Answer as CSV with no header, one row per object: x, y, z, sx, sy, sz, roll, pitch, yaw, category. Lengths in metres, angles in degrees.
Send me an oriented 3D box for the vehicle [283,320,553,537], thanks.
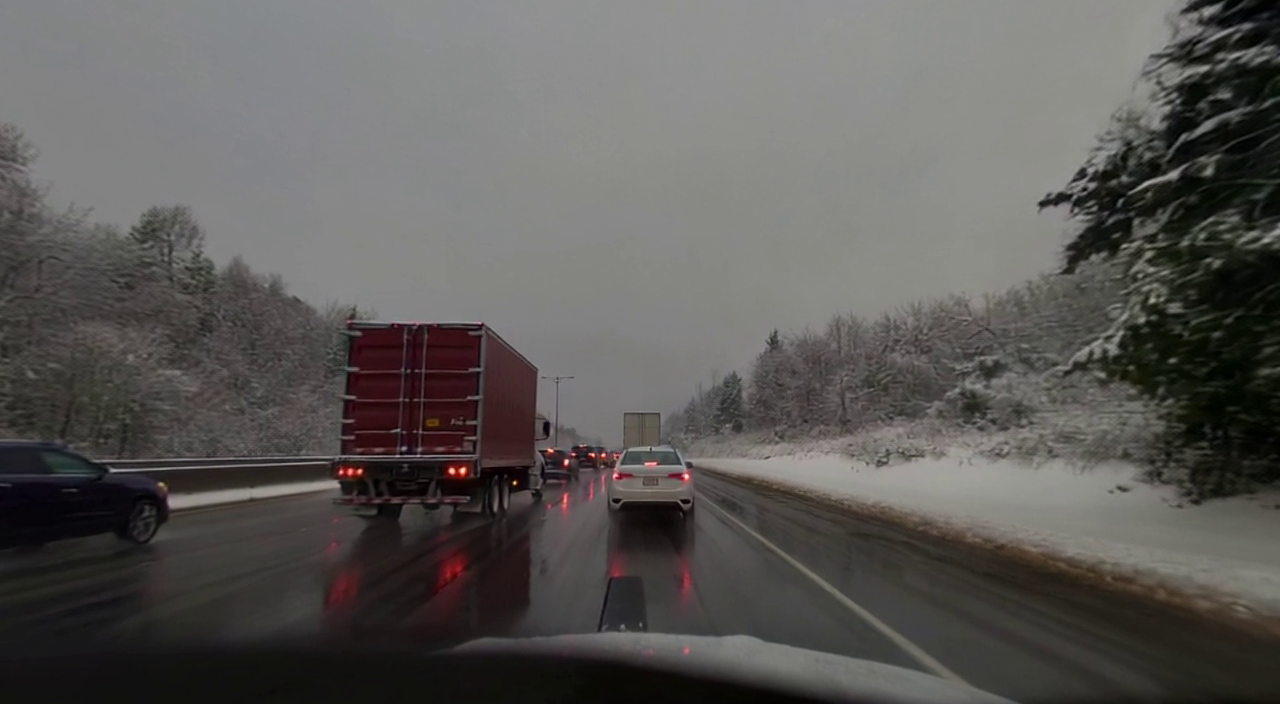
-3.880,1.741,13.499,2.832,3.293,7.782,0,-9,1,vehicle

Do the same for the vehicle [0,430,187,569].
-7.865,1.683,7.348,1.824,1.489,4.422,0,-9,1,vehicle

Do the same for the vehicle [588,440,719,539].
0.206,2.375,11.389,1.995,1.495,3.380,0,-9,0,vehicle
